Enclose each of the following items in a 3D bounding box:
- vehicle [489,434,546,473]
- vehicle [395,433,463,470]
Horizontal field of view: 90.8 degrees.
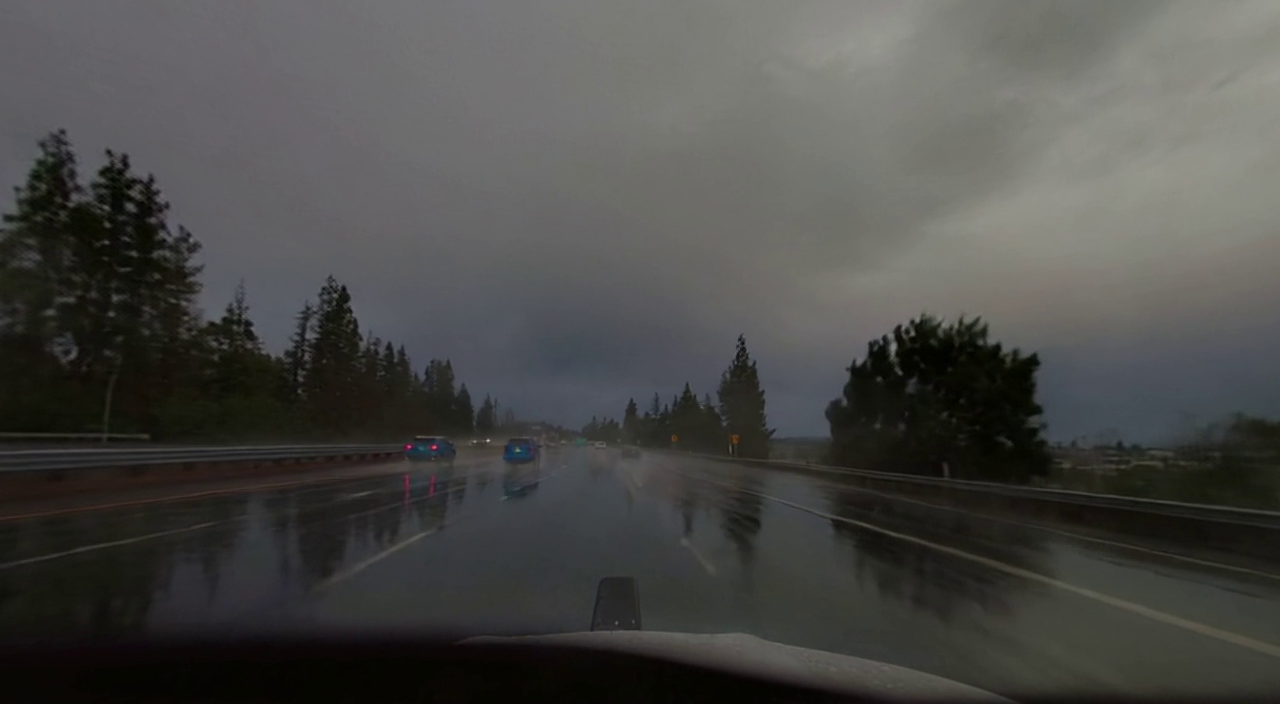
[{"bbox_3d":[-6.043,5.102,31.811,2.146,1.766,4.502,0,-9,-2],"label":"vehicle"},{"bbox_3d":[-10.402,4.956,31.490,2.016,1.711,4.365,0,-9,-2],"label":"vehicle"}]
